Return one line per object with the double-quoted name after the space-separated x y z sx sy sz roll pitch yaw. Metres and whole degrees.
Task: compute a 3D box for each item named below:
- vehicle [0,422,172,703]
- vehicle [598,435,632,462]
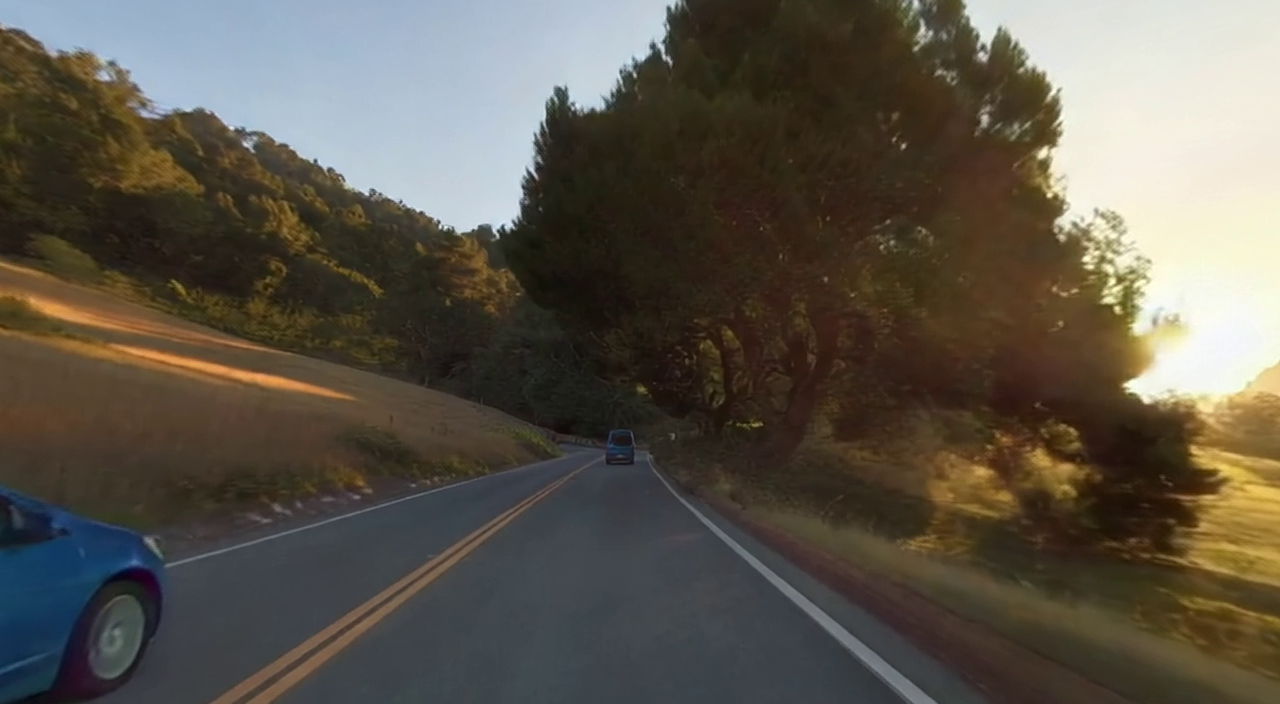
-3.815 0.877 1.391 1.964 1.530 4.808 0 -9 -1 "vehicle"
-1.909 7.273 47.585 2.439 1.912 5.605 0 -8 -3 "vehicle"
